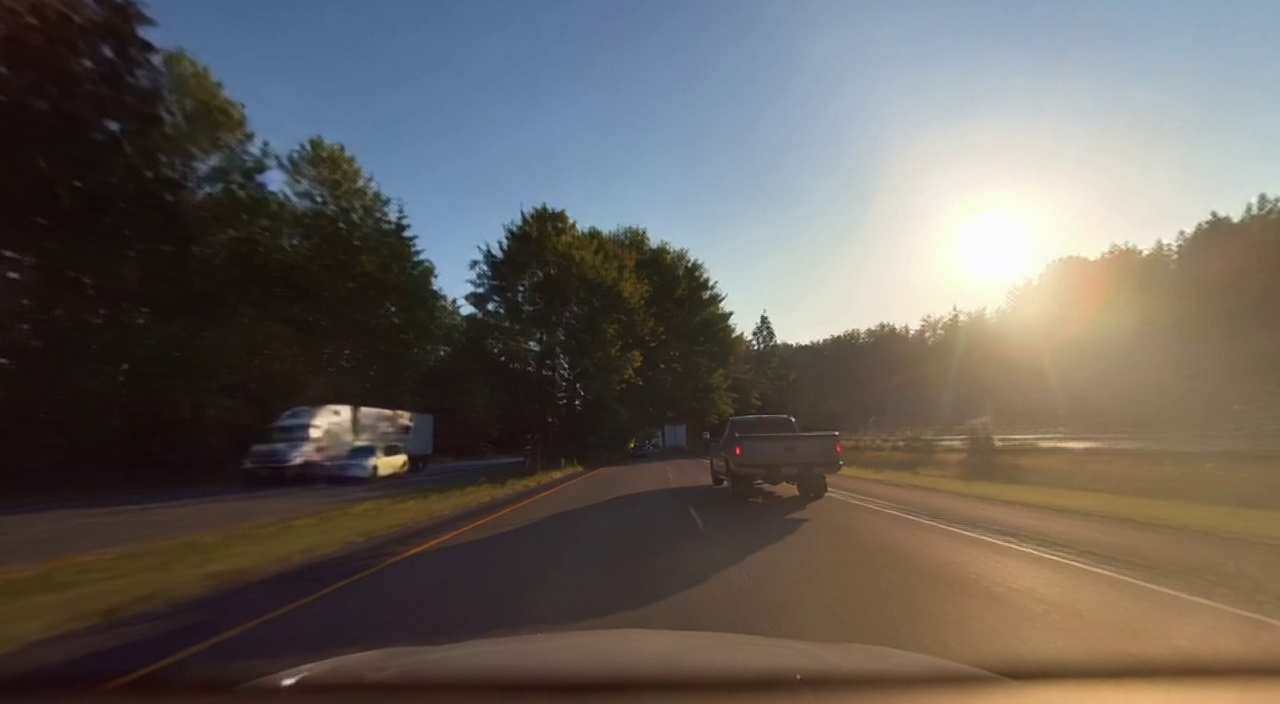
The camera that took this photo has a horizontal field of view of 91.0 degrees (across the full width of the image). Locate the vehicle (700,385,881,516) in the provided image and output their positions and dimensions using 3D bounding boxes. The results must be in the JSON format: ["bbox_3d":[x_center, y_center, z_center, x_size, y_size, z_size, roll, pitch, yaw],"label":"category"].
[{"bbox_3d":[3.120,2.300,15.016,2.677,2.439,6.402,0,-8,0],"label":"vehicle"}]

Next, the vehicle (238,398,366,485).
[{"bbox_3d":[-16.749,4.517,31.771,2.976,3.946,5.951,0,-8,1],"label":"vehicle"}]
